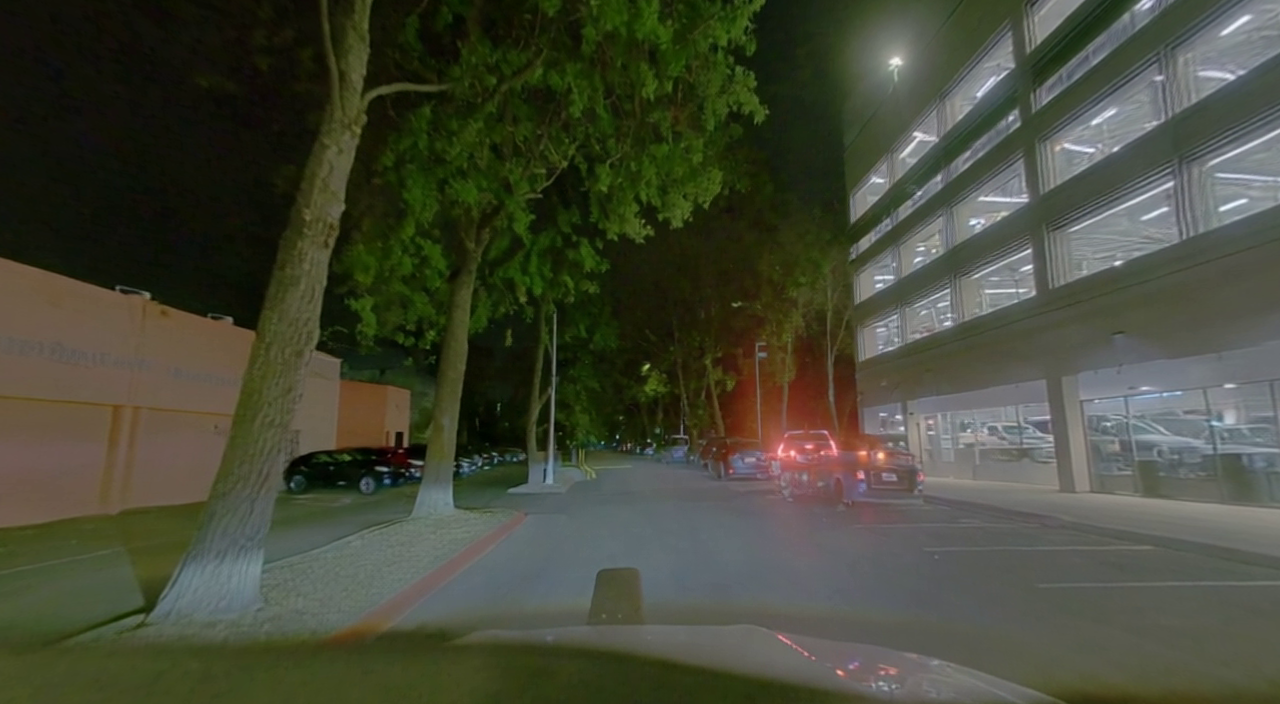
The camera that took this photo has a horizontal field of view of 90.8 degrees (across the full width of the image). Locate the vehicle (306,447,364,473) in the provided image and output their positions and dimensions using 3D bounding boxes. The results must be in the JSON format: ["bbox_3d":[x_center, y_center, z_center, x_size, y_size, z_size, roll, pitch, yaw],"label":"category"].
[{"bbox_3d":[-20.544,7.282,42.728,1.880,1.617,3.870,0,-8,1],"label":"vehicle"}]

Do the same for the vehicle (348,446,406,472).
[{"bbox_3d":[-17.554,7.146,42.401,1.850,1.531,4.256,0,-8,3],"label":"vehicle"}]

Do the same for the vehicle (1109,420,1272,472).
[{"bbox_3d":[25.355,4.329,29.239,5.596,2.168,2.307,2,-8,-5],"label":"vehicle"}]

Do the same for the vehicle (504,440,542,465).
[{"bbox_3d":[-8.233,7.118,44.864,1.993,1.640,4.457,0,-8,-2],"label":"vehicle"}]

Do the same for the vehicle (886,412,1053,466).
[{"bbox_3d":[13.414,3.580,25.986,5.540,2.045,2.259,0,-8,-2],"label":"vehicle"}]

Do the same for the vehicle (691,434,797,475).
[{"bbox_3d":[4.776,4.621,28.759,4.626,1.723,1.939,5,-10,-33],"label":"vehicle"}]

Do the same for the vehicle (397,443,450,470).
[{"bbox_3d":[-14.703,7.078,43.124,1.888,1.657,4.138,0,-8,4],"label":"vehicle"}]
